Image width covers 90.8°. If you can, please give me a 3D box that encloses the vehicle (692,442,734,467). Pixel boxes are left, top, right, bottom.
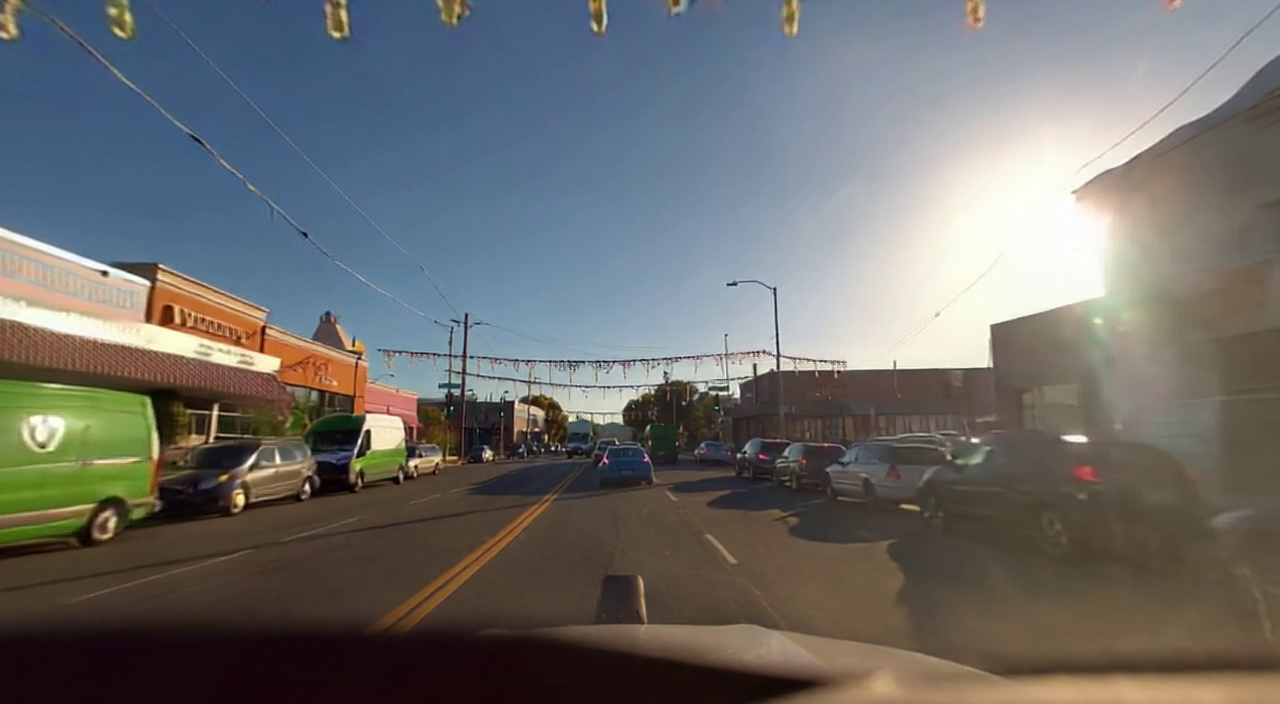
[{"bbox_3d":[4.550,6.413,39.853,1.824,1.481,4.057,1,-8,-5],"label":"vehicle"}]

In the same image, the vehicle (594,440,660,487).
[{"bbox_3d":[-0.536,3.907,22.594,2.112,1.464,4.411,0,-8,-3],"label":"vehicle"}]

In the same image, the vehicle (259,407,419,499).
[{"bbox_3d":[-10.052,3.444,21.898,2.724,2.739,5.663,0,-8,0],"label":"vehicle"}]

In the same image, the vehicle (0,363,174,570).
[{"bbox_3d":[-9.589,1.426,7.818,2.964,2.597,6.437,0,-8,-4],"label":"vehicle"}]

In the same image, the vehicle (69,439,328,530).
[{"bbox_3d":[-9.948,2.965,15.080,2.256,1.722,5.644,0,-8,-2],"label":"vehicle"}]

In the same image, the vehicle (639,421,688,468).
[{"bbox_3d":[1.353,5.456,37.402,2.649,2.583,5.800,0,-8,1],"label":"vehicle"}]

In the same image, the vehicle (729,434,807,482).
[{"bbox_3d":[5.202,4.386,26.519,2.079,1.788,4.974,0,-8,-2],"label":"vehicle"}]

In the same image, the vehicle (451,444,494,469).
[{"bbox_3d":[-11.338,7.063,43.033,1.962,1.529,4.109,1,-8,-3],"label":"vehicle"}]

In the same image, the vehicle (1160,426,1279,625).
[{"bbox_3d":[5.883,1.199,3.952,1.943,1.507,3.816,0,-8,-1],"label":"vehicle"}]

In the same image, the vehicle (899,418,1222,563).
[{"bbox_3d":[5.899,1.958,9.759,1.876,1.692,4.492,0,-8,0],"label":"vehicle"}]

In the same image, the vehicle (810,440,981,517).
[{"bbox_3d":[5.587,2.773,14.555,2.012,1.470,4.394,0,-8,-1],"label":"vehicle"}]
